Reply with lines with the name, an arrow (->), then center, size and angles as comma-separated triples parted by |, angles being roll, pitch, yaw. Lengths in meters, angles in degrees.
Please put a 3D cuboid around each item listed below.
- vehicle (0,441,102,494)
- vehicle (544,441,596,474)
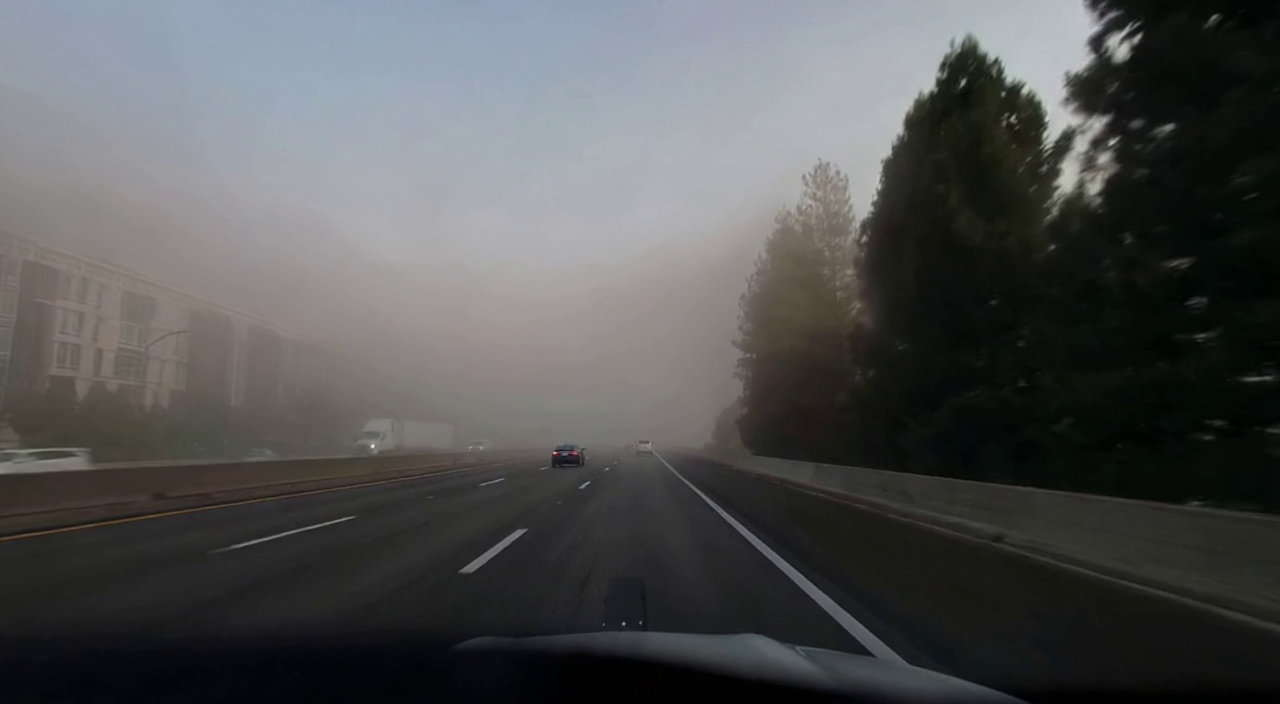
vehicle -> -23.373, 4.265, 23.528 | 2.153, 1.818, 4.831 | 0, -8, 2
vehicle -> -3.247, 4.973, 29.970 | 1.926, 1.464, 4.186 | 0, -8, 1
